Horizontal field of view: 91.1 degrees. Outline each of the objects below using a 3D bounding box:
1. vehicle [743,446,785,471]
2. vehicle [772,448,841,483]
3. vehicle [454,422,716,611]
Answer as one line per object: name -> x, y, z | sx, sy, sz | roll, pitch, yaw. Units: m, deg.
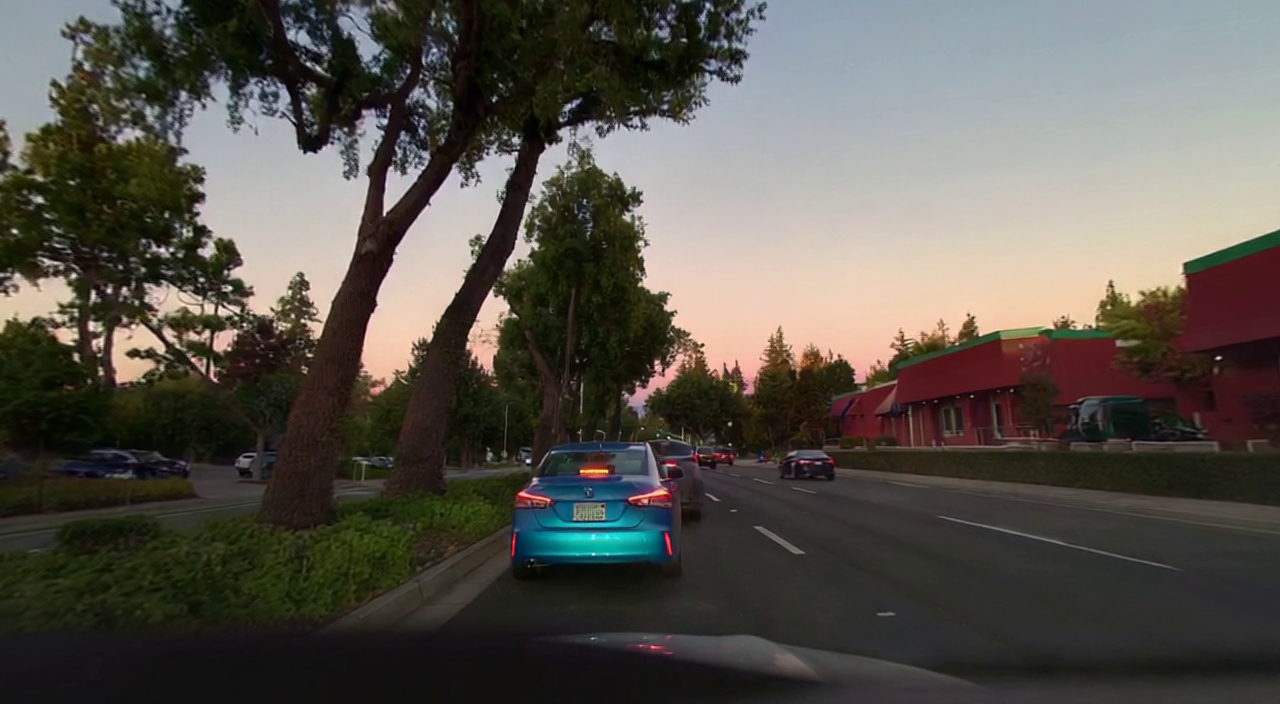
vehicle -> 8.028, 6.915, 40.996 | 1.887, 1.516, 4.419 | 0, -9, 0
vehicle -> 7.100, 4.847, 27.196 | 1.909, 1.380, 3.905 | 0, -8, 0
vehicle -> -0.452, 1.634, 7.146 | 2.111, 1.506, 4.018 | 0, -8, 0
